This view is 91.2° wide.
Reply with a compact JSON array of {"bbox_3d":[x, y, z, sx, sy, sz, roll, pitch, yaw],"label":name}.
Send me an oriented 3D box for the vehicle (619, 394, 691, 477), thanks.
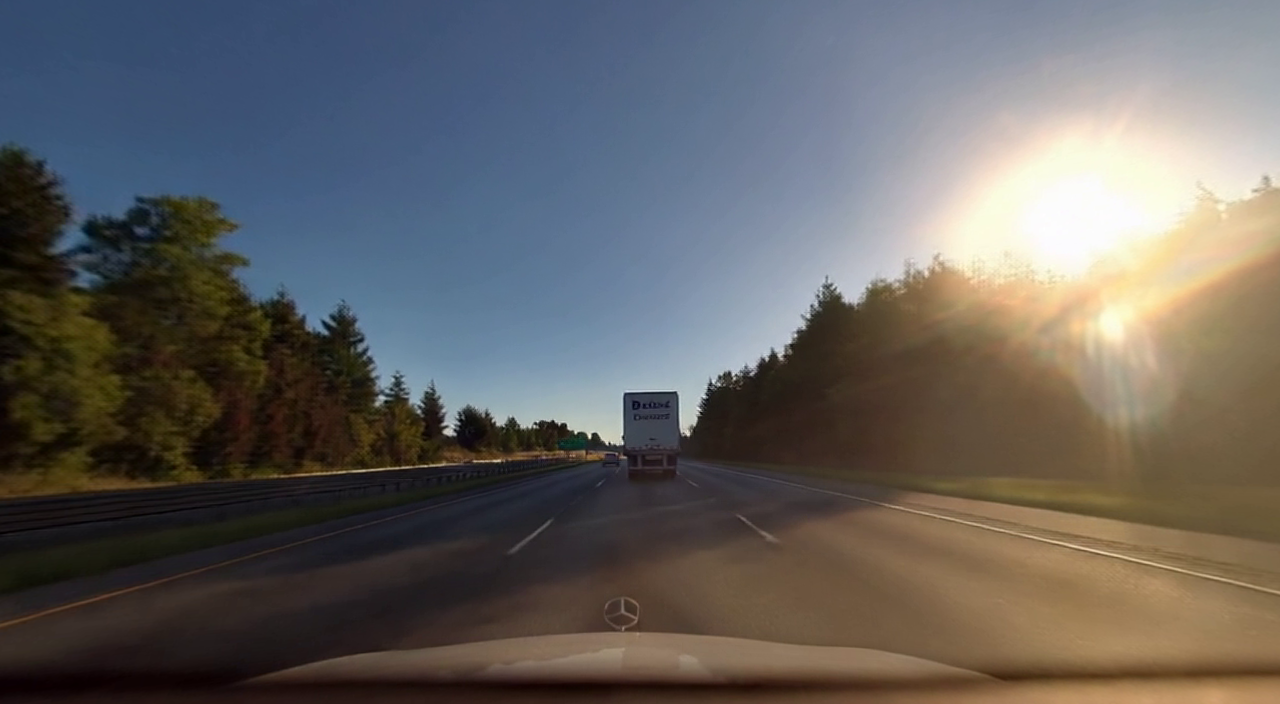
[{"bbox_3d":[0.807,5.439,39.618,3.537,4.071,17.399,0,-9,1],"label":"vehicle"}]
